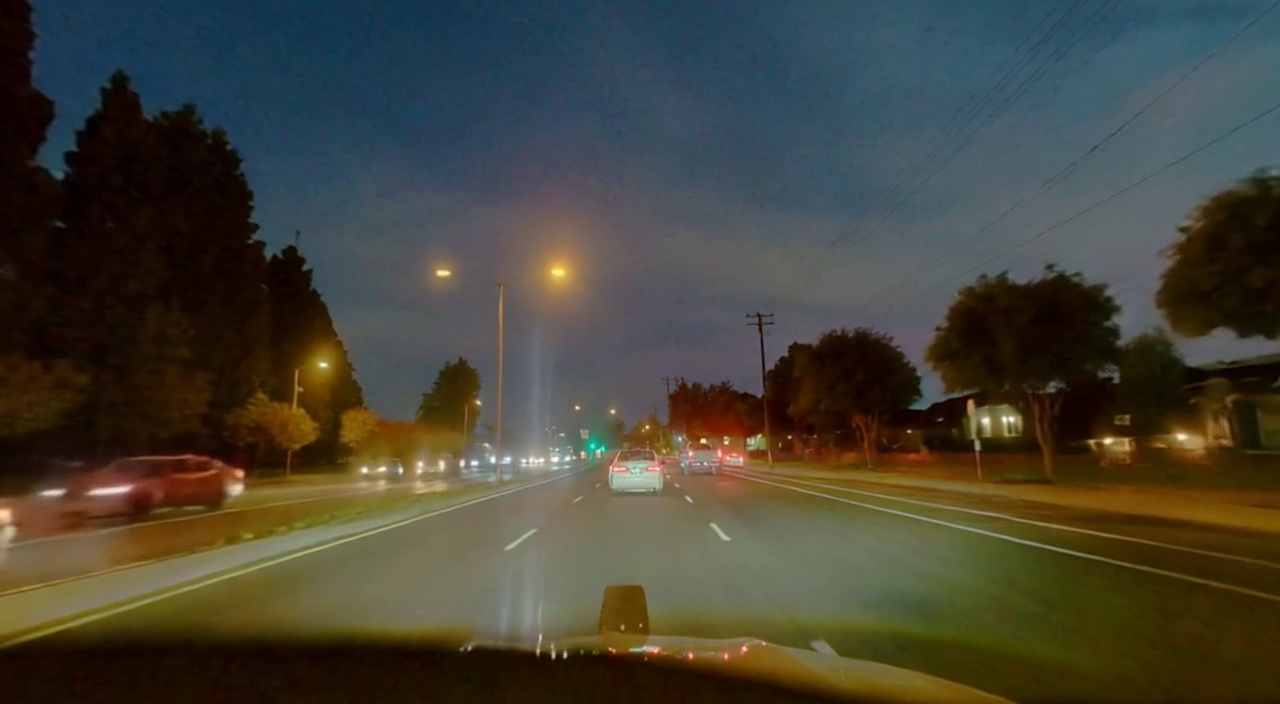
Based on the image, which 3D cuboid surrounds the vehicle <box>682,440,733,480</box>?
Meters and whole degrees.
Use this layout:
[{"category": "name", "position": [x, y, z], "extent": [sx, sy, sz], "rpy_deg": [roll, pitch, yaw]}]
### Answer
[{"category": "vehicle", "position": [3.327, 5.387, 31.779], "extent": [2.073, 1.822, 4.276], "rpy_deg": [0, -8, 0]}]

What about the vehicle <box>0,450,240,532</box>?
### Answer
[{"category": "vehicle", "position": [-11.553, 2.999, 14.261], "extent": [1.917, 1.488, 4.611], "rpy_deg": [-1, -8, 1]}]

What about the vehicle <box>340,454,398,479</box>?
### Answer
[{"category": "vehicle", "position": [-18.192, 7.687, 42.570], "extent": [1.928, 1.491, 4.316], "rpy_deg": [-1, -8, 1]}]

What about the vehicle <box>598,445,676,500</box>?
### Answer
[{"category": "vehicle", "position": [-0.085, 3.627, 19.379], "extent": [2.140, 1.474, 4.026], "rpy_deg": [0, -8, 0]}]
